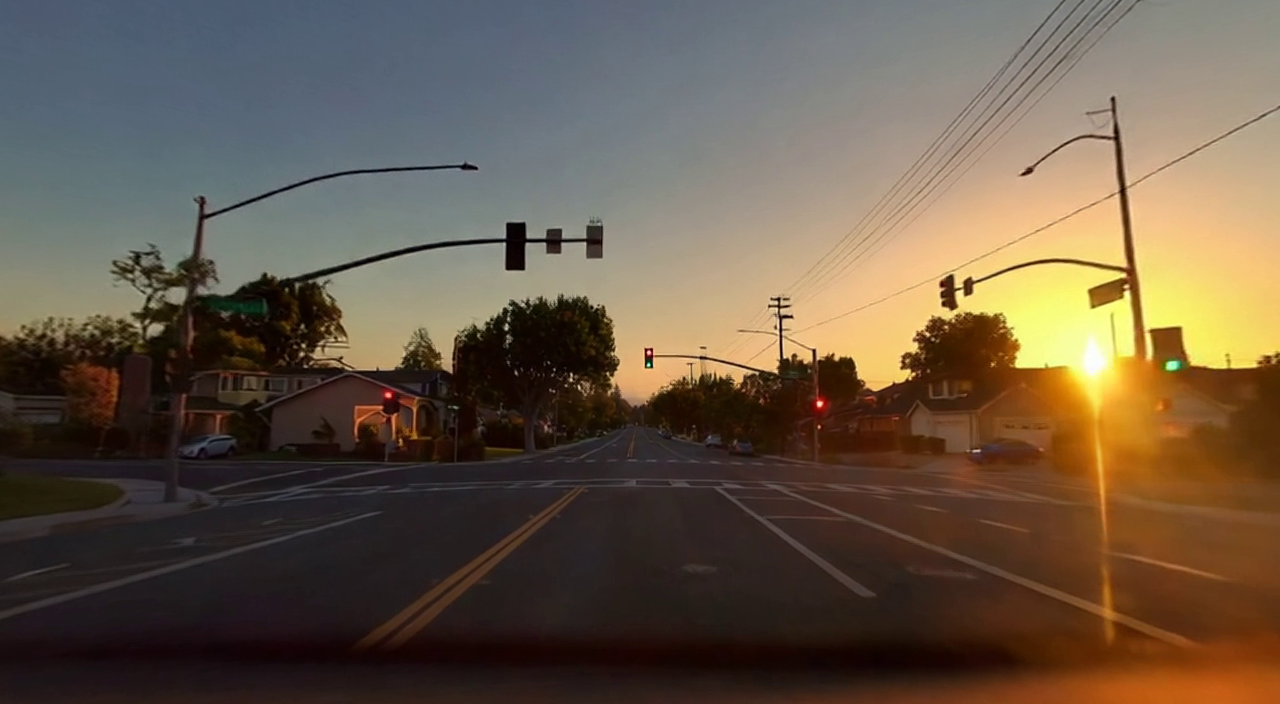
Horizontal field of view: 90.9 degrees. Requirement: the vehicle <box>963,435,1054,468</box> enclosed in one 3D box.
[{"bbox_3d":[22.954,6.197,39.502,2.030,1.927,4.853,2,-9,-14],"label":"vehicle"}]
